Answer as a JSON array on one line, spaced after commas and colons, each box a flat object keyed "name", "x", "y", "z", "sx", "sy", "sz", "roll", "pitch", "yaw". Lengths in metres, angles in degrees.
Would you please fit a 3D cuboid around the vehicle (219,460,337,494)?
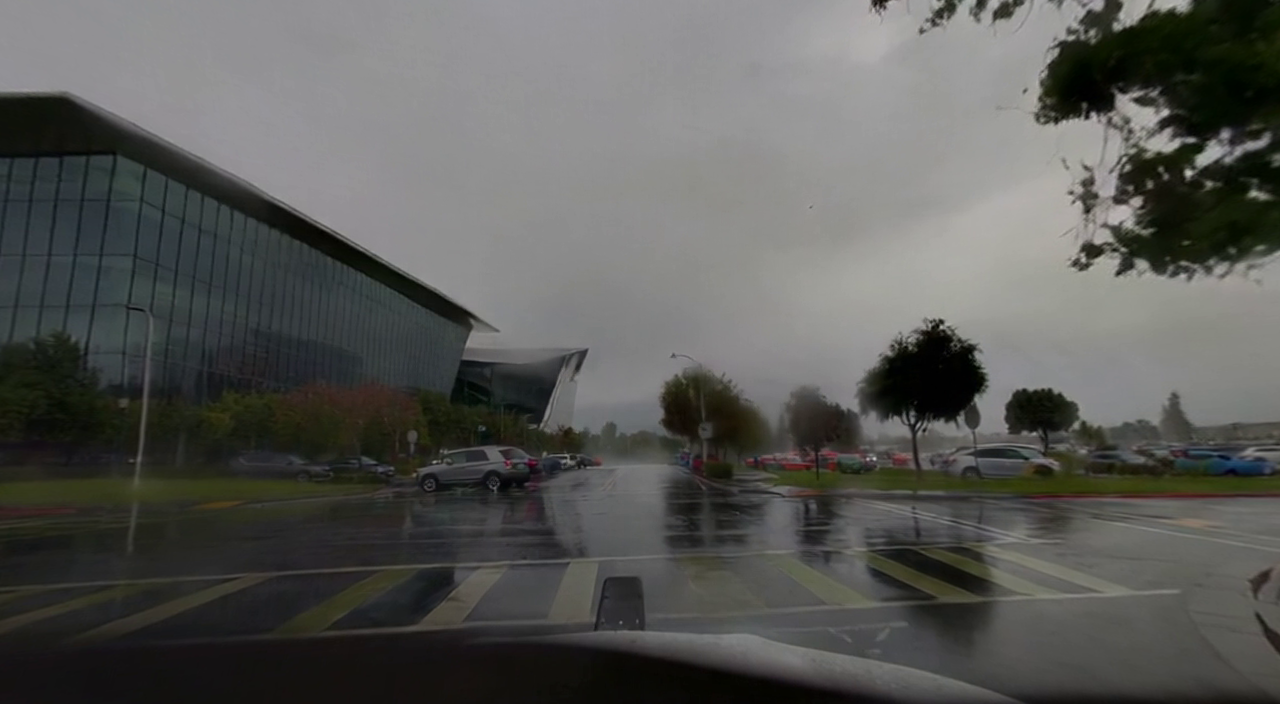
[{"name": "vehicle", "x": -16.633, "y": 5.728, "z": 29.180, "sx": 4.331, "sy": 1.437, "sz": 1.876, "roll": 0, "pitch": -9, "yaw": 3}]

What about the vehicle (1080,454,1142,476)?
[{"name": "vehicle", "x": 31.272, "y": 7.508, "z": 42.034, "sx": 1.519, "sy": 1.371, "sz": 3.278, "roll": 0, "pitch": -9, "yaw": 0}]

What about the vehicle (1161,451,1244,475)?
[{"name": "vehicle", "x": 36.996, "y": 7.307, "z": 41.731, "sx": 1.678, "sy": 1.423, "sz": 4.191, "roll": -1, "pitch": -9, "yaw": 2}]

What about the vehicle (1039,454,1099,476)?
[{"name": "vehicle", "x": 28.308, "y": 7.467, "z": 41.788, "sx": 1.495, "sy": 1.371, "sz": 3.336, "roll": -1, "pitch": -10, "yaw": -1}]

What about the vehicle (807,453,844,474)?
[{"name": "vehicle", "x": 14.176, "y": 8.491, "z": 48.426, "sx": 1.935, "sy": 1.477, "sz": 3.719, "roll": 0, "pitch": -9, "yaw": 3}]

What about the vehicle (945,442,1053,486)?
[{"name": "vehicle", "x": 16.488, "y": 5.133, "z": 29.391, "sx": 2.048, "sy": 1.852, "sz": 4.998, "roll": 0, "pitch": -9, "yaw": 0}]

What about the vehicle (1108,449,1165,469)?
[{"name": "vehicle", "x": 37.034, "y": 7.970, "z": 47.225, "sx": 1.545, "sy": 1.398, "sz": 3.431, "roll": 0, "pitch": -9, "yaw": 3}]

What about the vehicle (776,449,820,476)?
[{"name": "vehicle", "x": 10.545, "y": 7.396, "z": 42.500, "sx": 1.936, "sy": 1.673, "sz": 4.305, "roll": 0, "pitch": -9, "yaw": 1}]

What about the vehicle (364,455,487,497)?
[{"name": "vehicle", "x": -8.698, "y": 4.978, "z": 25.722, "sx": 4.442, "sy": 1.504, "sz": 1.809, "roll": 5, "pitch": -10, "yaw": -28}]

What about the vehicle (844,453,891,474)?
[{"name": "vehicle", "x": 17.105, "y": 8.409, "z": 47.750, "sx": 1.971, "sy": 1.478, "sz": 4.477, "roll": 0, "pitch": -9, "yaw": 1}]

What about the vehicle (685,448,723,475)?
[{"name": "vehicle", "x": 4.590, "y": 7.930, "z": 46.053, "sx": 2.262, "sy": 1.794, "sz": 5.331, "roll": 0, "pitch": -9, "yaw": 1}]
